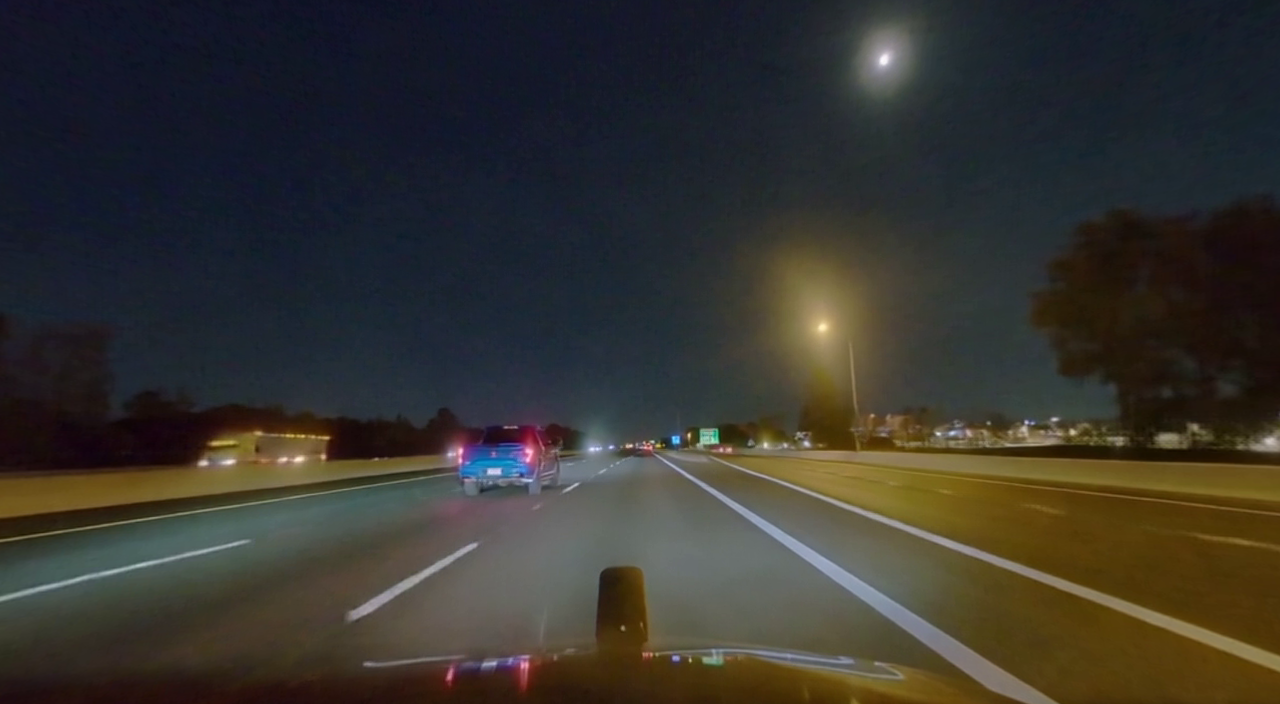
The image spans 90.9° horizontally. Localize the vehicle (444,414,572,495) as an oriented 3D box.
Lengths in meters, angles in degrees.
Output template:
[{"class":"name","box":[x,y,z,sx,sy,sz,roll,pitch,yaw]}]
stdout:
[{"class":"vehicle","box":[-3.790,3.132,19.584,2.601,2.084,6.068,0,-8,1]}]
